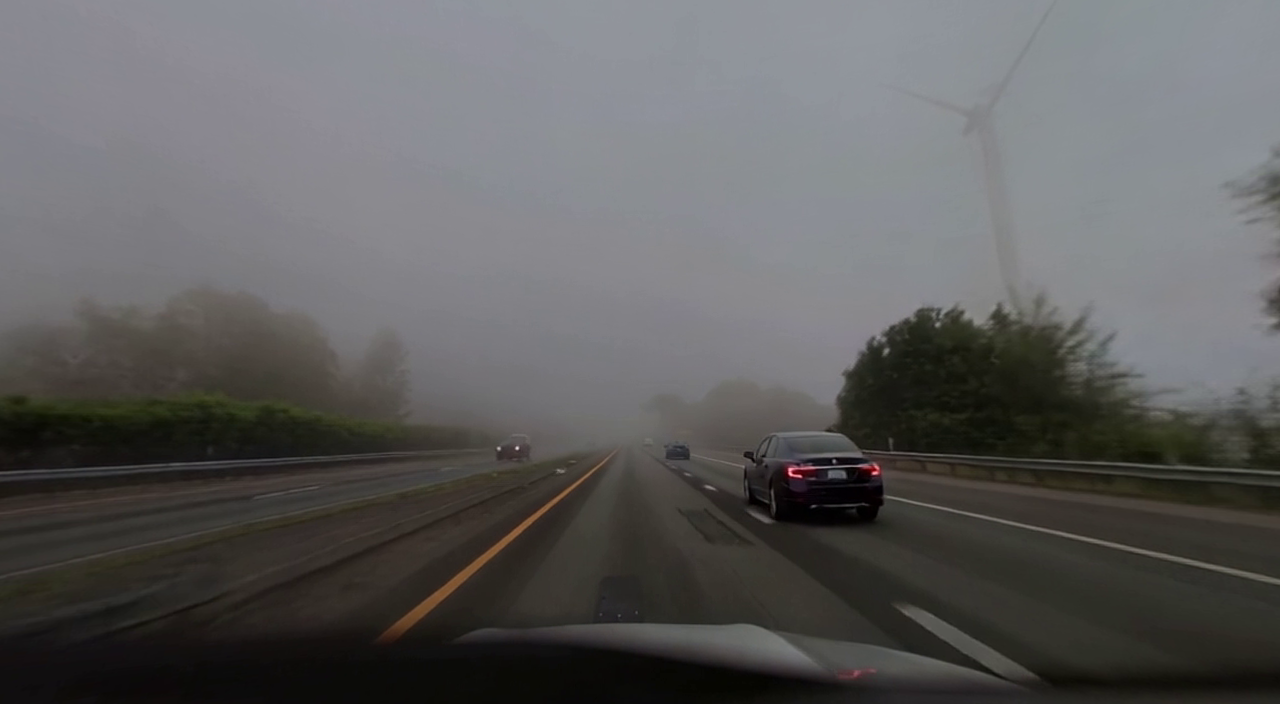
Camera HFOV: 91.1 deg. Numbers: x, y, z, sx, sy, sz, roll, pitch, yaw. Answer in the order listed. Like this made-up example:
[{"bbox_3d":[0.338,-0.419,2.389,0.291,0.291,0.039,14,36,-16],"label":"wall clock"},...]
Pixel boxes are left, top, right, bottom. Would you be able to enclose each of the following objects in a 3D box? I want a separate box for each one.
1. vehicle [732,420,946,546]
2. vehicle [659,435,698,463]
[{"bbox_3d":[2.907,1.992,10.381,2.038,1.624,4.312,0,-8,-1],"label":"vehicle"},{"bbox_3d":[2.385,6.103,39.923,2.066,1.661,4.500,0,-8,-1],"label":"vehicle"}]
